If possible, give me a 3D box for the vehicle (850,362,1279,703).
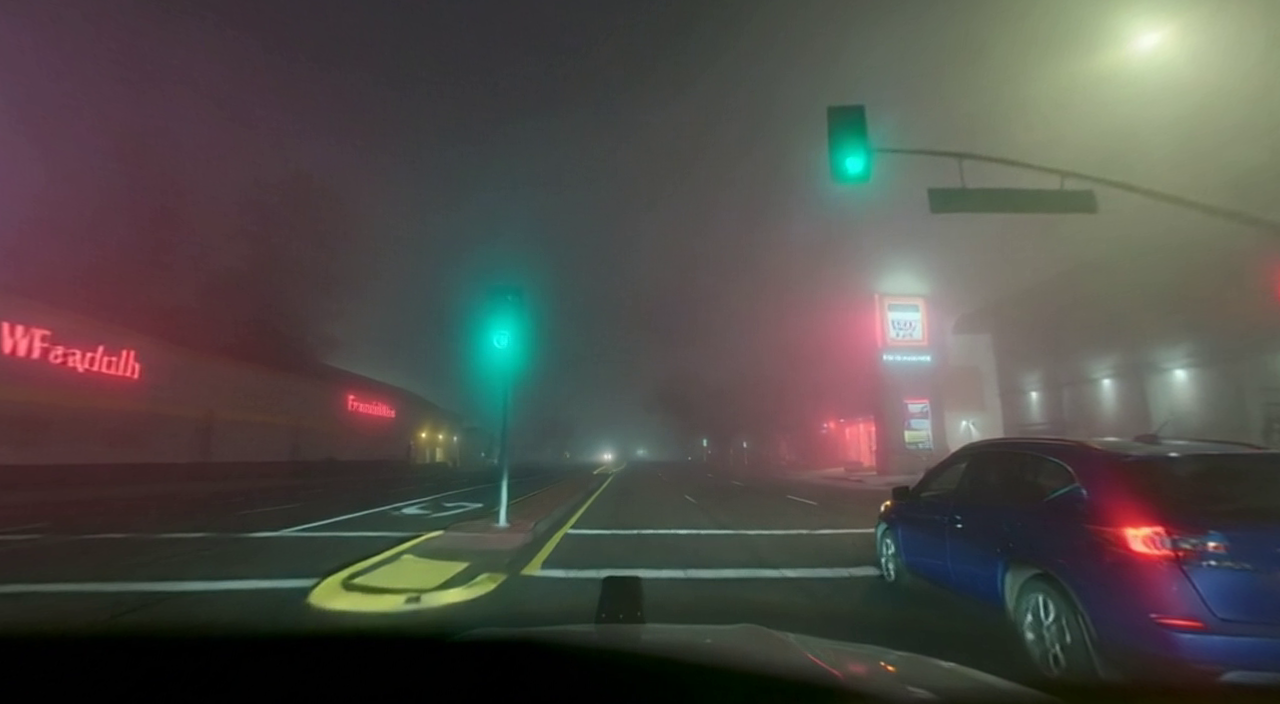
[{"bbox_3d":[3.218,1.123,3.932,2.015,1.641,4.995,0,-9,-1],"label":"vehicle"}]
